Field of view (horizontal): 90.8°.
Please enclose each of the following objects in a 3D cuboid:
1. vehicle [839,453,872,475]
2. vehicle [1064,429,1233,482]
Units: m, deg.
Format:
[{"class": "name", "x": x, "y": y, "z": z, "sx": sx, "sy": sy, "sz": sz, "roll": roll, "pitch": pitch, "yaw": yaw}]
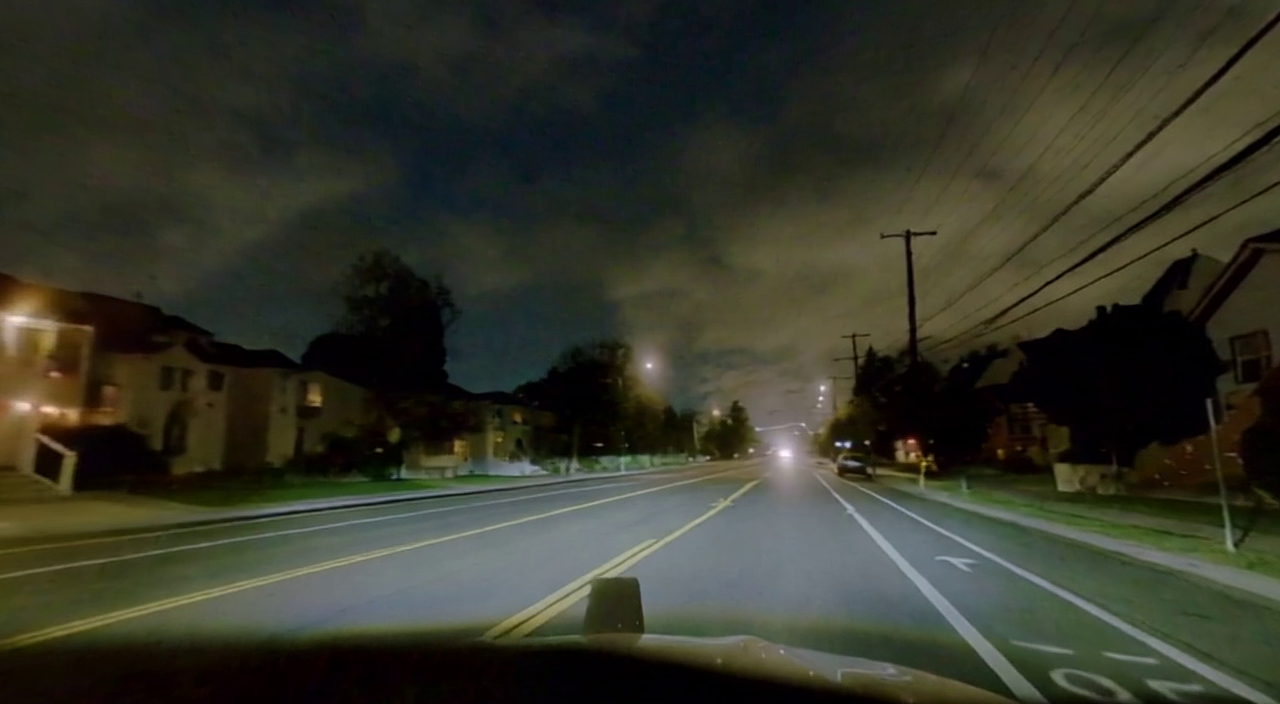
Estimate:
[{"class": "vehicle", "x": 16.706, "y": 8.650, "z": 49.081, "sx": 1.971, "sy": 1.558, "sz": 4.895, "roll": -1, "pitch": -10, "yaw": 14}, {"class": "vehicle", "x": 20.111, "y": 4.114, "z": 25.242, "sx": 4.682, "sy": 1.956, "sz": 2.001, "roll": -3, "pitch": -8, "yaw": 13}]
